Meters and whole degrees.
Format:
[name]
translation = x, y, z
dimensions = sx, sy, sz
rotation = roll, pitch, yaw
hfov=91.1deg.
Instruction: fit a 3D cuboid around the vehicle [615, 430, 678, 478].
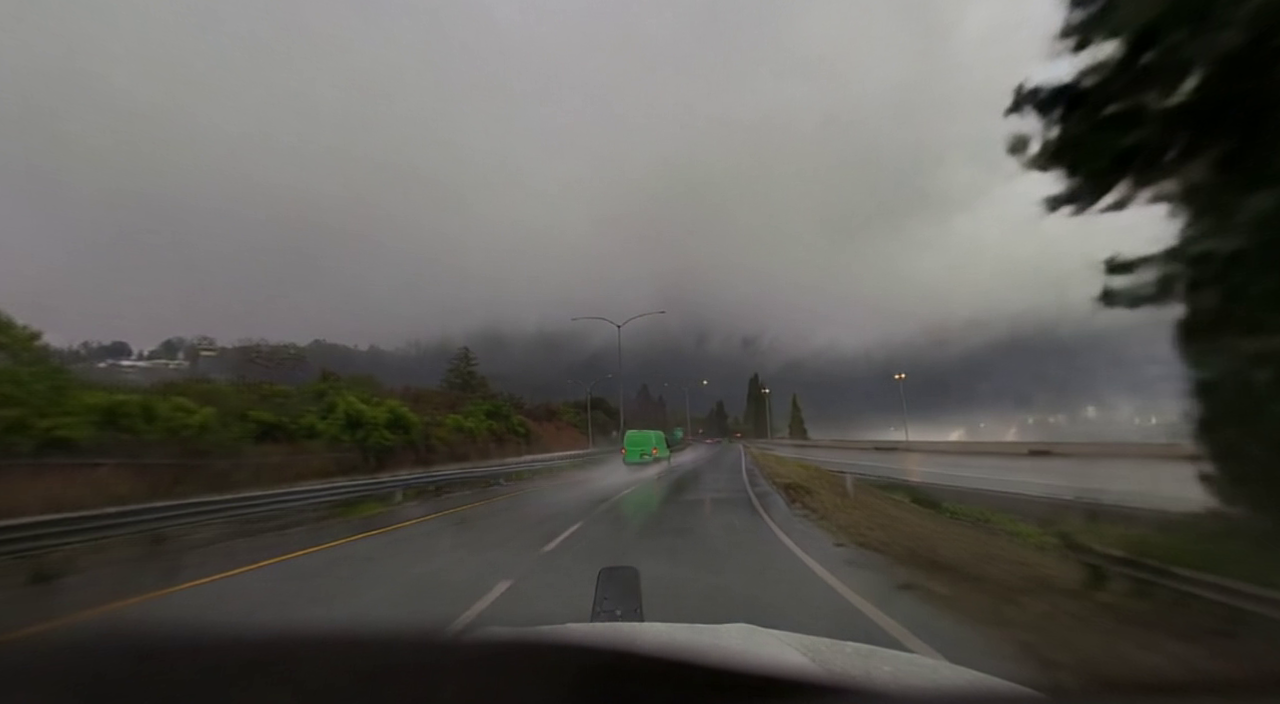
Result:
[vehicle]
translation = 0.383, 4.705, 29.145
dimensions = 2.270, 2.023, 4.632
rotation = -2, -9, 9
